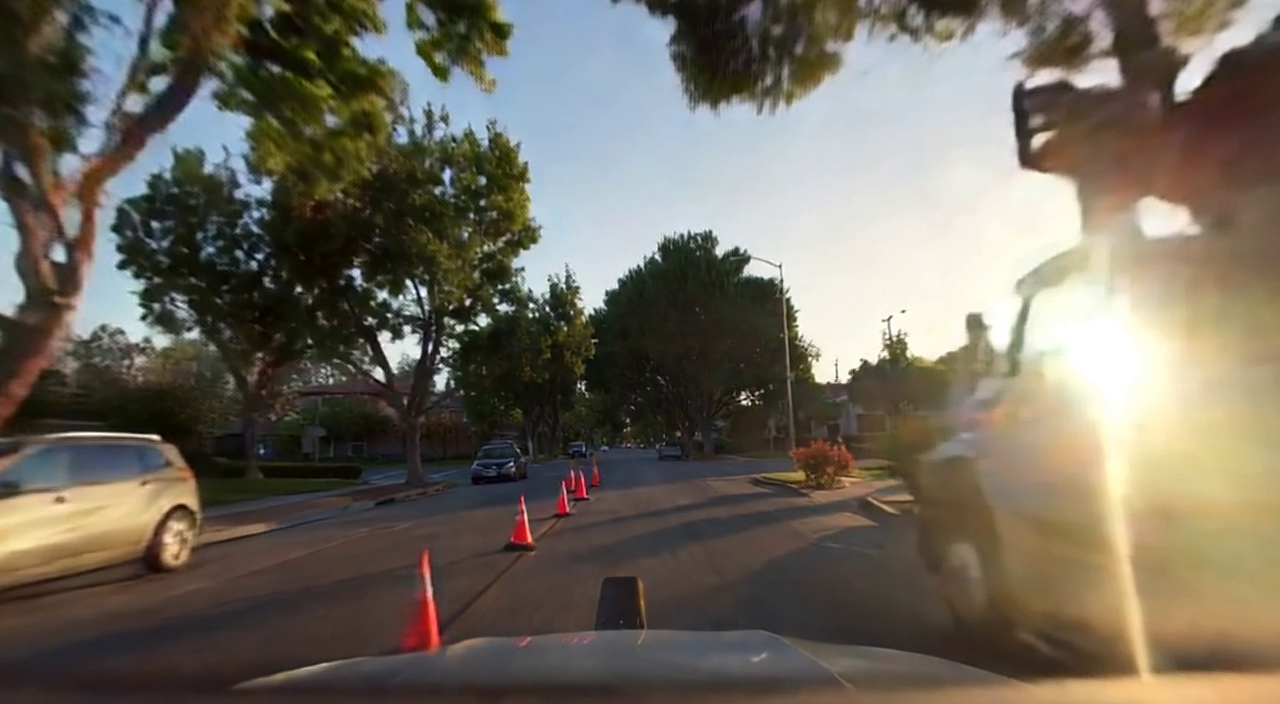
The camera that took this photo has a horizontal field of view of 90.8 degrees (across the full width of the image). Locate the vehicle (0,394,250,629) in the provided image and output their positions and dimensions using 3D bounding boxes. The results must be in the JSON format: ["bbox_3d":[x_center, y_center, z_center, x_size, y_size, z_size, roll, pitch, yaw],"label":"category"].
[{"bbox_3d":[-6.230,1.492,6.038,2.210,1.849,4.638,-4,-8,-2],"label":"vehicle"}]

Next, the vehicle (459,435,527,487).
[{"bbox_3d":[-5.892,4.351,25.793,2.087,1.835,4.445,-1,-7,-6],"label":"vehicle"}]

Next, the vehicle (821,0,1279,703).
[{"bbox_3d":[3.164,0.067,2.737,2.750,3.440,6.535,0,-8,0],"label":"vehicle"}]
